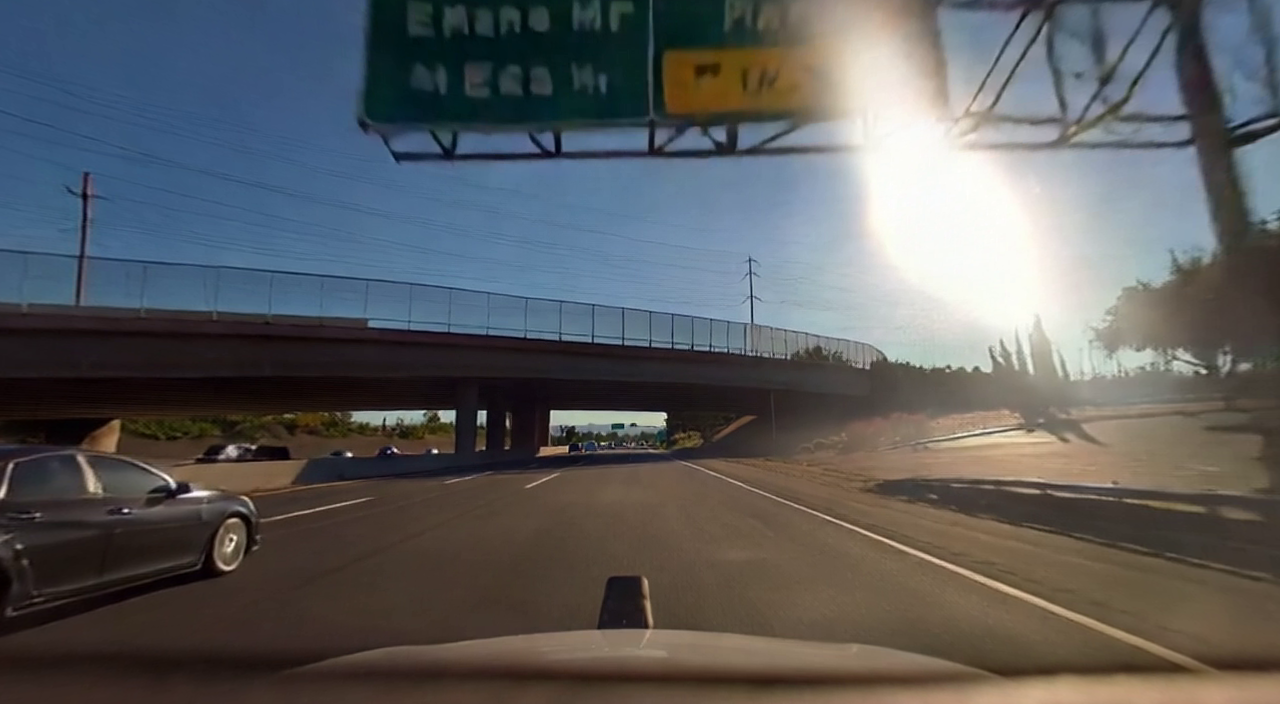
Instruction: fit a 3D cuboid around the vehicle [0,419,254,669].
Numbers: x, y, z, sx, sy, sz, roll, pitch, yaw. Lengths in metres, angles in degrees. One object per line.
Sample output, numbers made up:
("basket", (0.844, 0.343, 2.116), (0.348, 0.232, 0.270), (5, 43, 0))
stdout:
("vehicle", (-5.069, 1.245, 4.212), (2.105, 1.551, 4.602), (0, -8, -1))
